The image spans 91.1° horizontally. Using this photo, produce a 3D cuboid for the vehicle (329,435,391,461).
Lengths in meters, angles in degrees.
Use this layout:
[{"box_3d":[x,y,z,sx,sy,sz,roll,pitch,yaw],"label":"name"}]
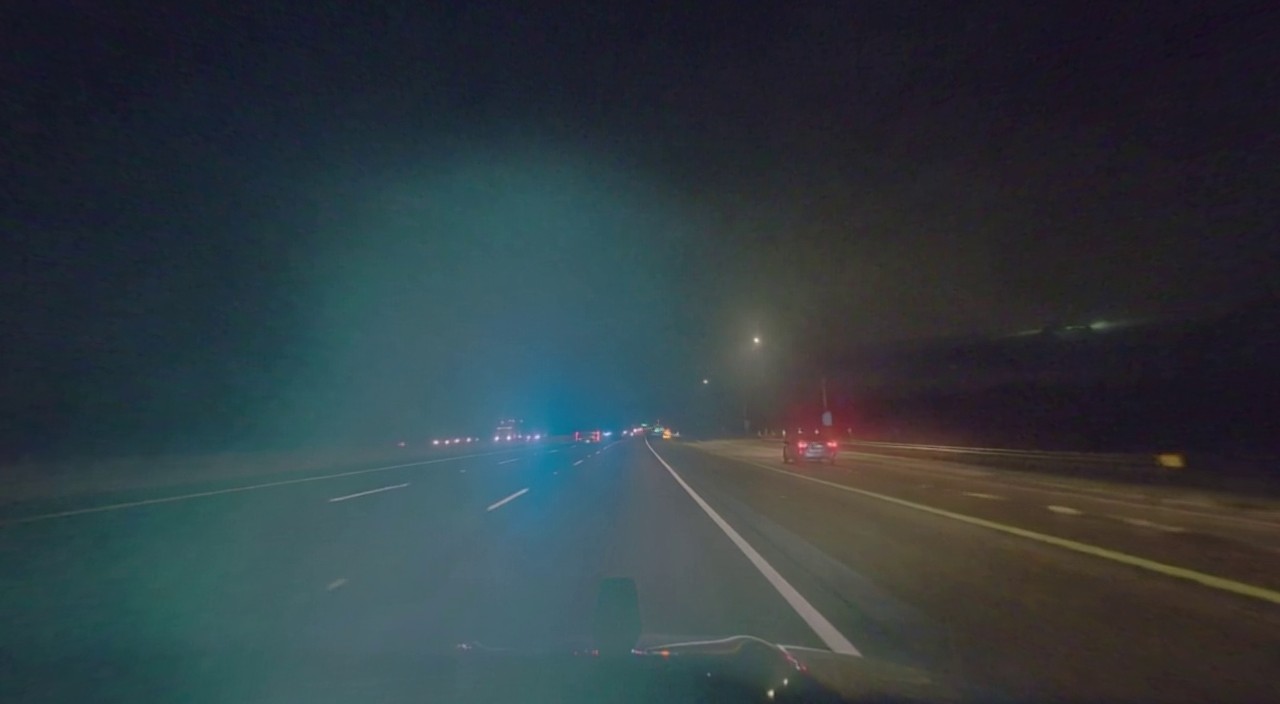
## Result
[{"box_3d":[-16.426,5.626,37.068,1.881,1.464,4.047,0,-8,-1],"label":"vehicle"}]
